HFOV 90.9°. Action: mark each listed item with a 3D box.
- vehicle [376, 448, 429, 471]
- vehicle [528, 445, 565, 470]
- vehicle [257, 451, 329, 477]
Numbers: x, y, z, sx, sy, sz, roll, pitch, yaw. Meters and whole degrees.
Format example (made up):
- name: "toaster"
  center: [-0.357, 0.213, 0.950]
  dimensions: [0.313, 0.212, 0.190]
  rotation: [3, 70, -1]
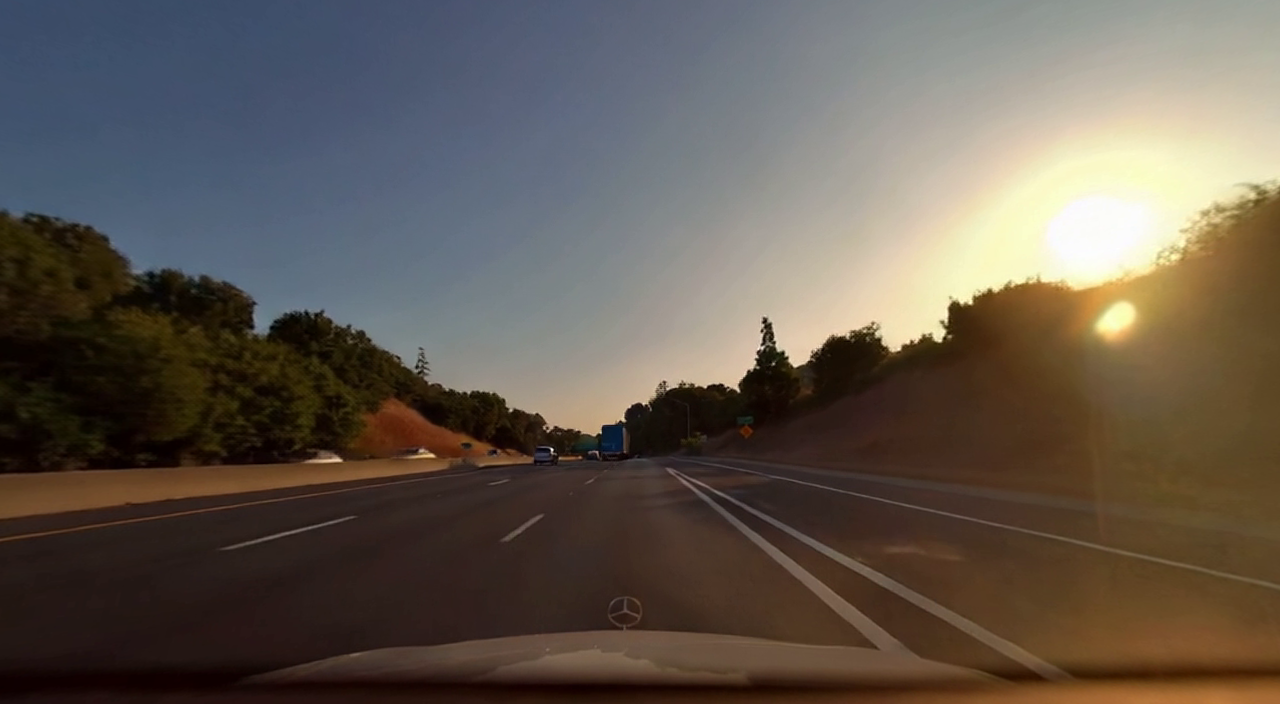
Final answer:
- name: "vehicle"
  center: [-17.485, 7.916, 46.660]
  dimensions: [1.993, 1.582, 4.871]
  rotation: [0, -9, 0]
- name: "vehicle"
  center: [-7.104, 8.026, 48.223]
  dimensions: [2.043, 1.828, 4.436]
  rotation: [0, -9, 1]
- name: "vehicle"
  center: [-21.203, 6.827, 38.772]
  dimensions: [1.948, 1.457, 4.445]
  rotation: [0, -9, 0]
